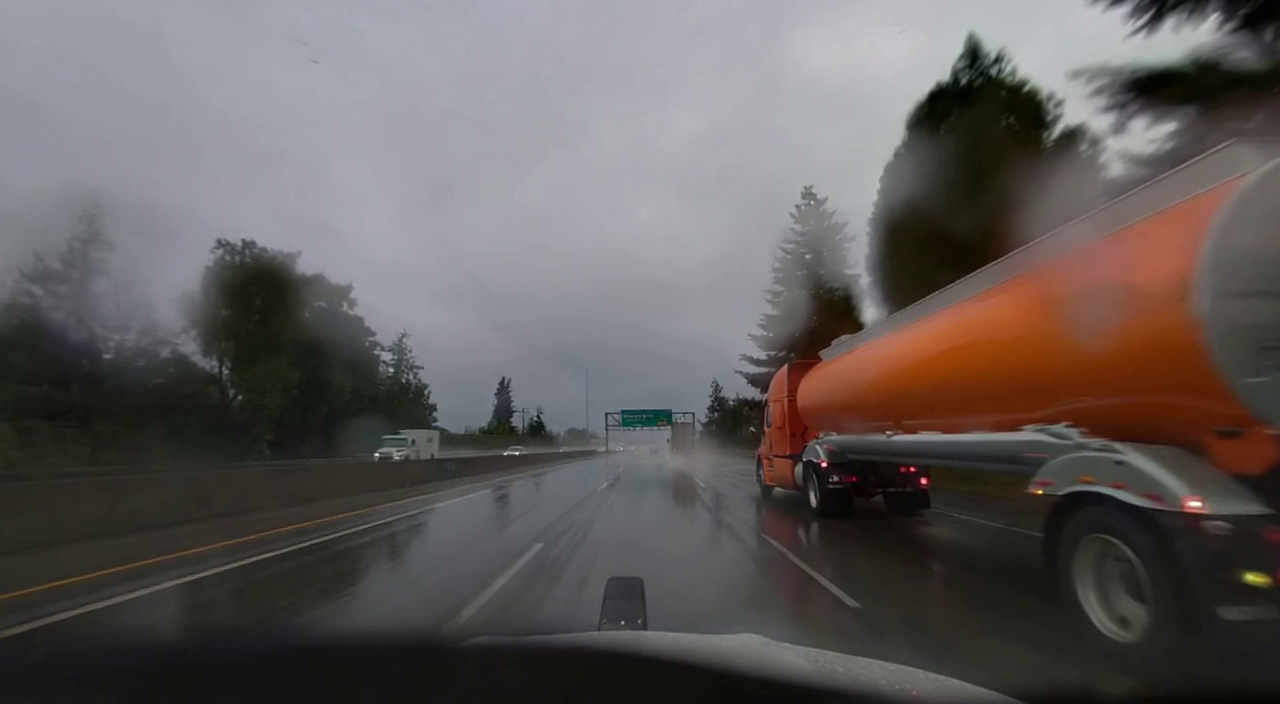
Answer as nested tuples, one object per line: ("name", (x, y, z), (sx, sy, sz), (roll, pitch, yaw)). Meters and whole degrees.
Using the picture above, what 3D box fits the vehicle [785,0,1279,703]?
("vehicle", (4.202, 0.633, 6.851), (2.707, 3.474, 10.512), (0, -9, 0))
